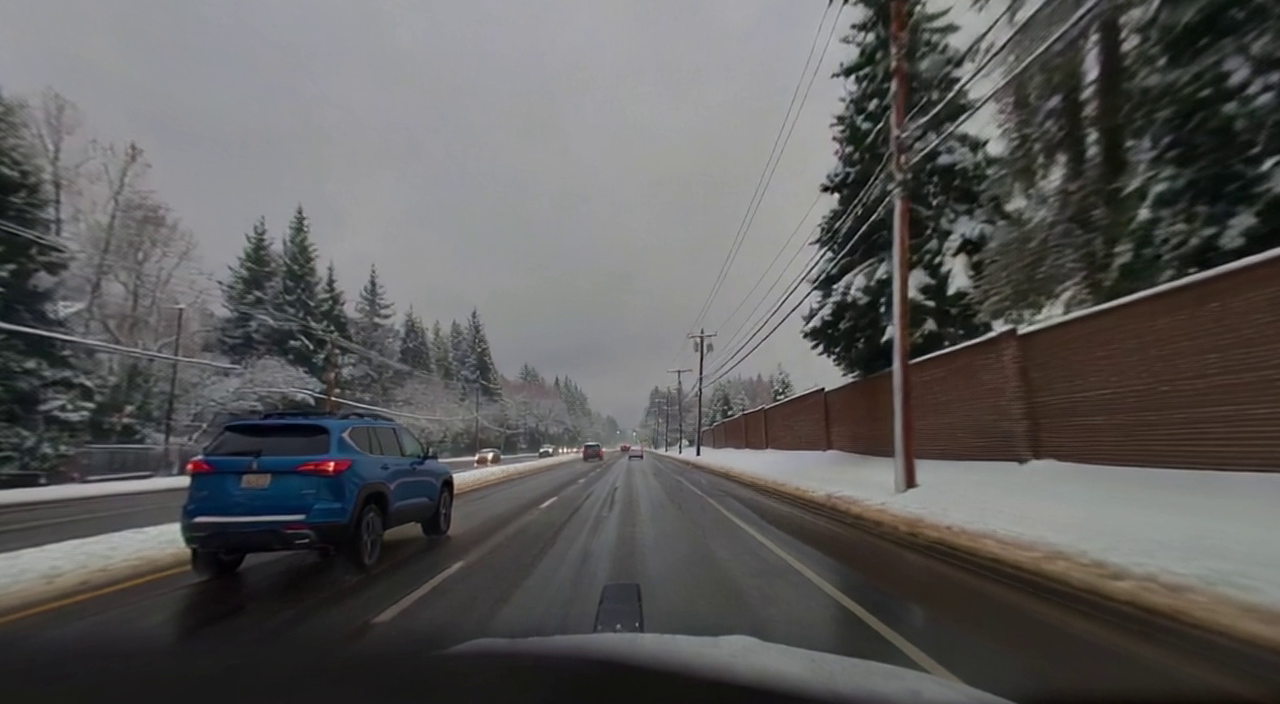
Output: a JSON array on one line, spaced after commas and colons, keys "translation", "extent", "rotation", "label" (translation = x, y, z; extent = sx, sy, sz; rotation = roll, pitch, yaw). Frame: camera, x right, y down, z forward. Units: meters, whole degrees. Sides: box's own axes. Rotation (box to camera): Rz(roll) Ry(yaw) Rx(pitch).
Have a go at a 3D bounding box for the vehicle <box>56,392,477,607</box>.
[{"translation": [-3.628, 1.525, 7.448], "extent": [2.147, 1.730, 4.555], "rotation": [0, -8, 0], "label": "vehicle"}]
